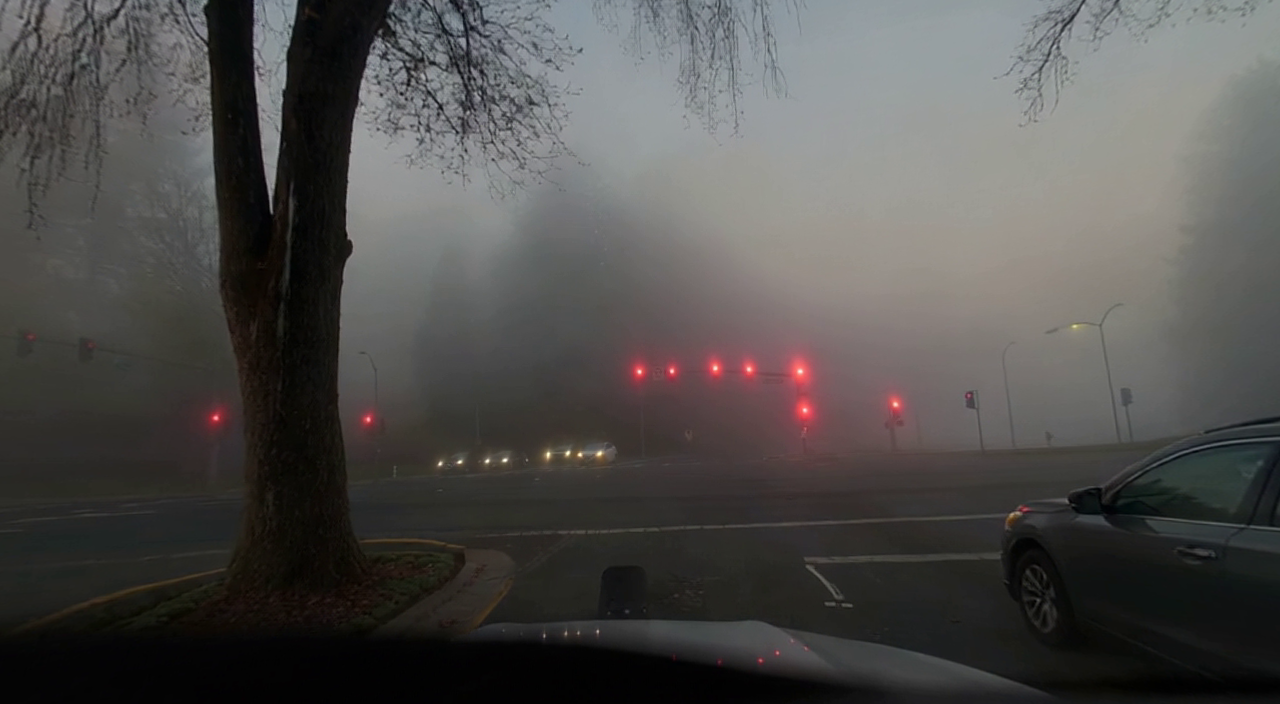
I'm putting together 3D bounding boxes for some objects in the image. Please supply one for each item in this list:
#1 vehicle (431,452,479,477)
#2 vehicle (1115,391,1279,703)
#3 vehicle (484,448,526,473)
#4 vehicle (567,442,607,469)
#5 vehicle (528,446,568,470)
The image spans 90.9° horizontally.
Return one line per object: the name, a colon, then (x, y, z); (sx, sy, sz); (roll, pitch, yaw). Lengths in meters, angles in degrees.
vehicle: (-13.421, 8.166, 45.972); (2.101, 1.637, 4.304); (0, -9, 1)
vehicle: (3.046, 0.621, 0.427); (1.978, 1.468, 4.544); (0, -9, 2)
vehicle: (-9.793, 7.843, 45.936); (2.064, 1.725, 4.243); (0, -9, 1)
vehicle: (-3.595, 7.143, 43.633); (2.215, 1.732, 4.684); (-1, -9, 2)
vehicle: (-6.567, 7.617, 45.494); (2.126, 1.657, 4.307); (-1, -9, 2)
